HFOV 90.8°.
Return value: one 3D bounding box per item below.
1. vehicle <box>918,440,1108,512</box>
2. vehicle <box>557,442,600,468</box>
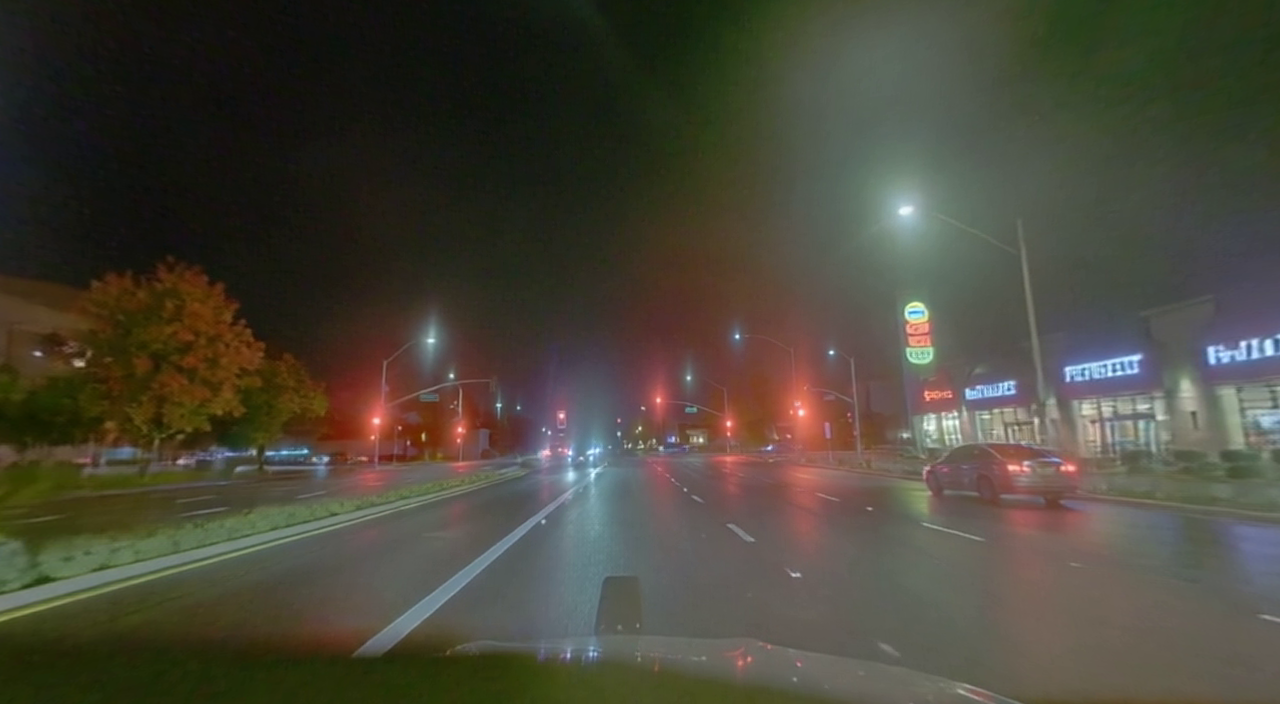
[{"bbox_3d":[8.632,2.877,15.171,1.936,1.460,4.258,0,-8,0],"label":"vehicle"},{"bbox_3d":[-3.705,6.364,39.087,2.121,1.481,4.708,0,-8,1],"label":"vehicle"}]
